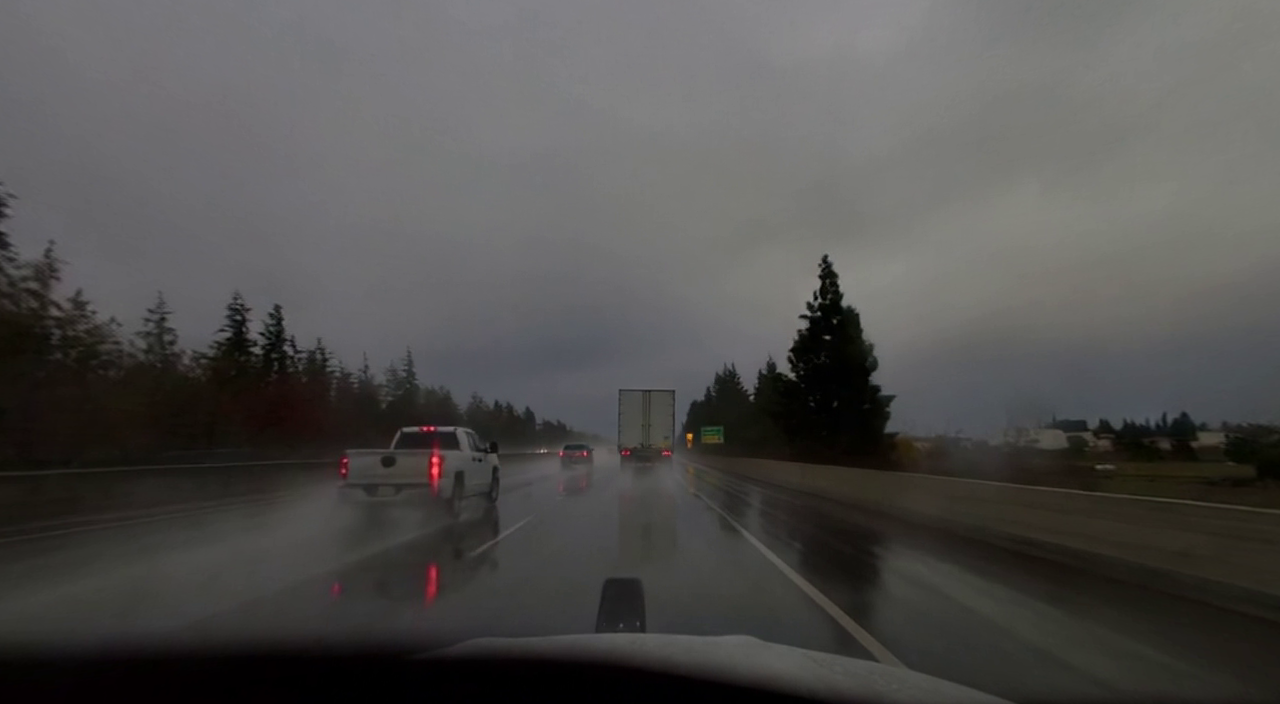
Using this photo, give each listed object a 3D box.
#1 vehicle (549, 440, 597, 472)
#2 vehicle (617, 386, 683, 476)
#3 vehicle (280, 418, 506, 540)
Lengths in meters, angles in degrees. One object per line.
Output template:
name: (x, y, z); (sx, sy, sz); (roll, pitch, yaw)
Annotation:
vehicle: (-4.028, 6.351, 38.779); (2.285, 1.833, 4.984); (0, -9, 1)
vehicle: (0.394, 4.491, 34.714); (3.052, 4.132, 11.336); (0, -9, -1)
vehicle: (-4.102, 2.216, 11.629); (2.140, 1.750, 4.901); (0, -9, 1)
